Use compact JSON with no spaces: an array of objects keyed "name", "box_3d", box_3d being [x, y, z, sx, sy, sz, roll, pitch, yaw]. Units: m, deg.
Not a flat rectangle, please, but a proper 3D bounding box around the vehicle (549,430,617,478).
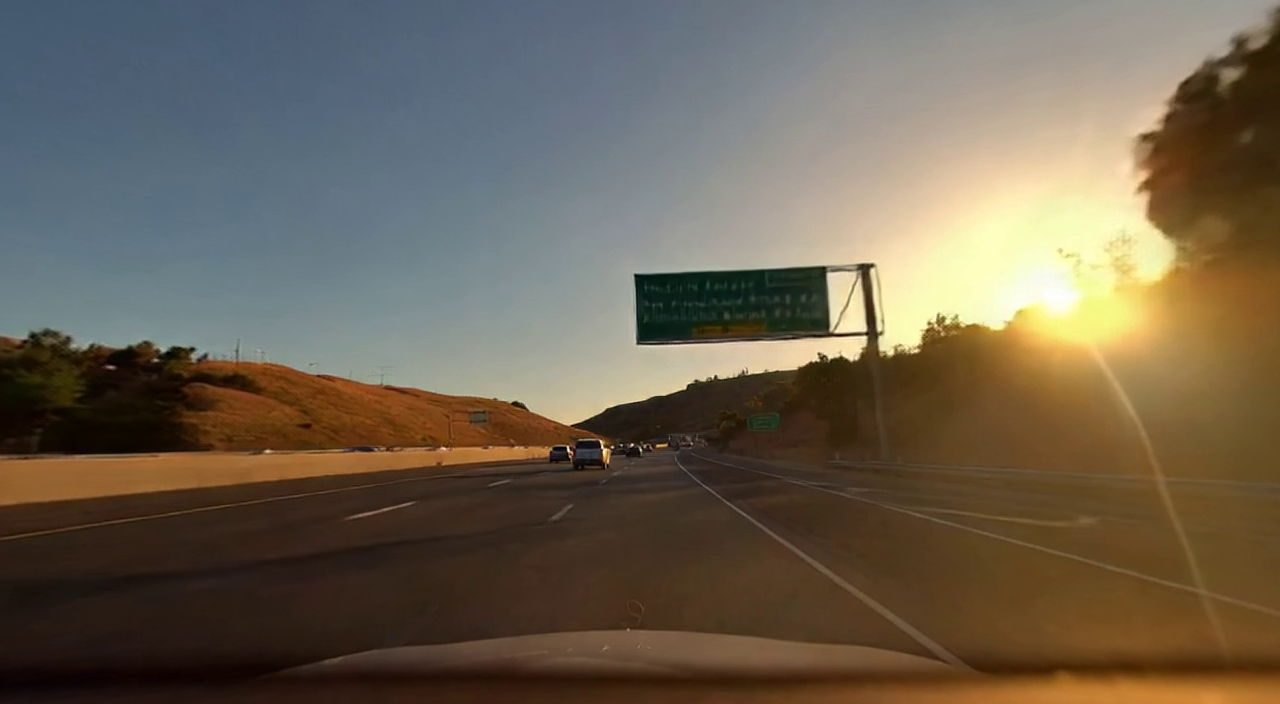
[{"name":"vehicle","box_3d":[-2.429,4.557,28.294,2.413,1.896,5.218,-1,-8,2]}]
